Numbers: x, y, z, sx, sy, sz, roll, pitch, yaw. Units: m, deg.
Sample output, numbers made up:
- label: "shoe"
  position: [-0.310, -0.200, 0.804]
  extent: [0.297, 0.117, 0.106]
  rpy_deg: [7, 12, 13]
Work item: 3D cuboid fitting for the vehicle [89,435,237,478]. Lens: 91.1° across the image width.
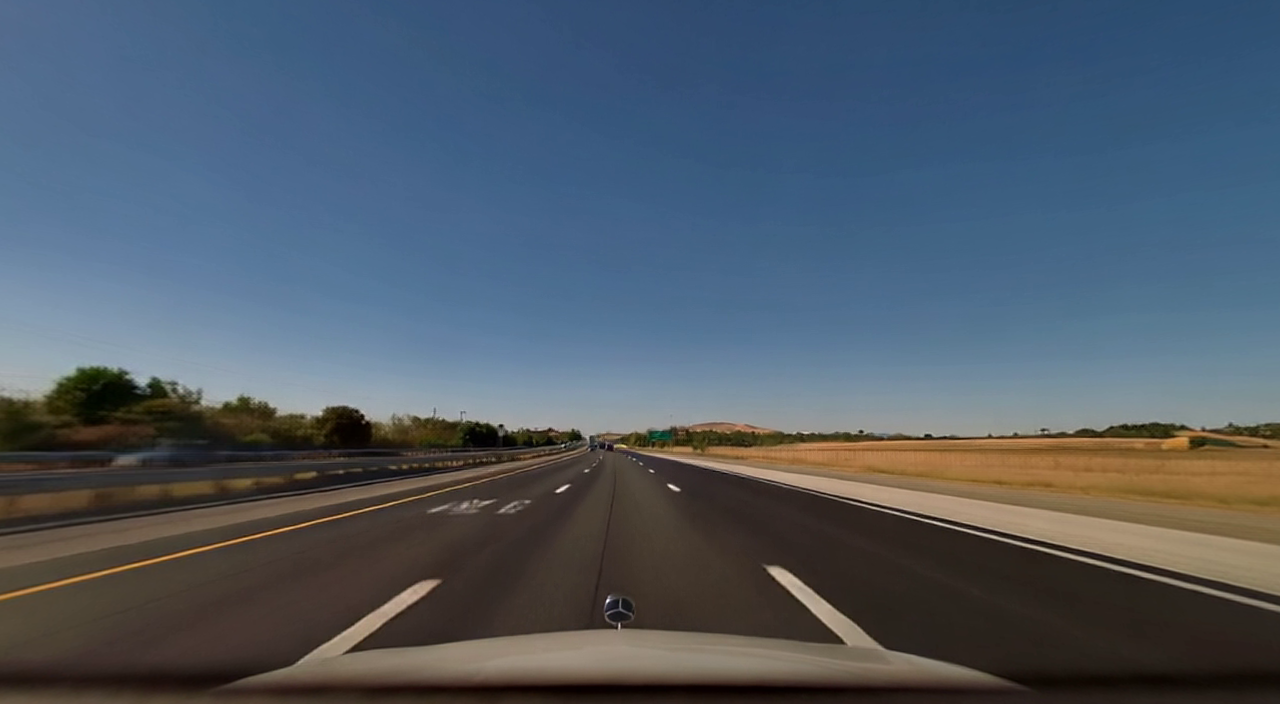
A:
- label: "vehicle"
  position: [-17.953, 3.978, 24.026]
  extent: [2.200, 1.467, 4.470]
  rpy_deg: [0, -9, -1]
